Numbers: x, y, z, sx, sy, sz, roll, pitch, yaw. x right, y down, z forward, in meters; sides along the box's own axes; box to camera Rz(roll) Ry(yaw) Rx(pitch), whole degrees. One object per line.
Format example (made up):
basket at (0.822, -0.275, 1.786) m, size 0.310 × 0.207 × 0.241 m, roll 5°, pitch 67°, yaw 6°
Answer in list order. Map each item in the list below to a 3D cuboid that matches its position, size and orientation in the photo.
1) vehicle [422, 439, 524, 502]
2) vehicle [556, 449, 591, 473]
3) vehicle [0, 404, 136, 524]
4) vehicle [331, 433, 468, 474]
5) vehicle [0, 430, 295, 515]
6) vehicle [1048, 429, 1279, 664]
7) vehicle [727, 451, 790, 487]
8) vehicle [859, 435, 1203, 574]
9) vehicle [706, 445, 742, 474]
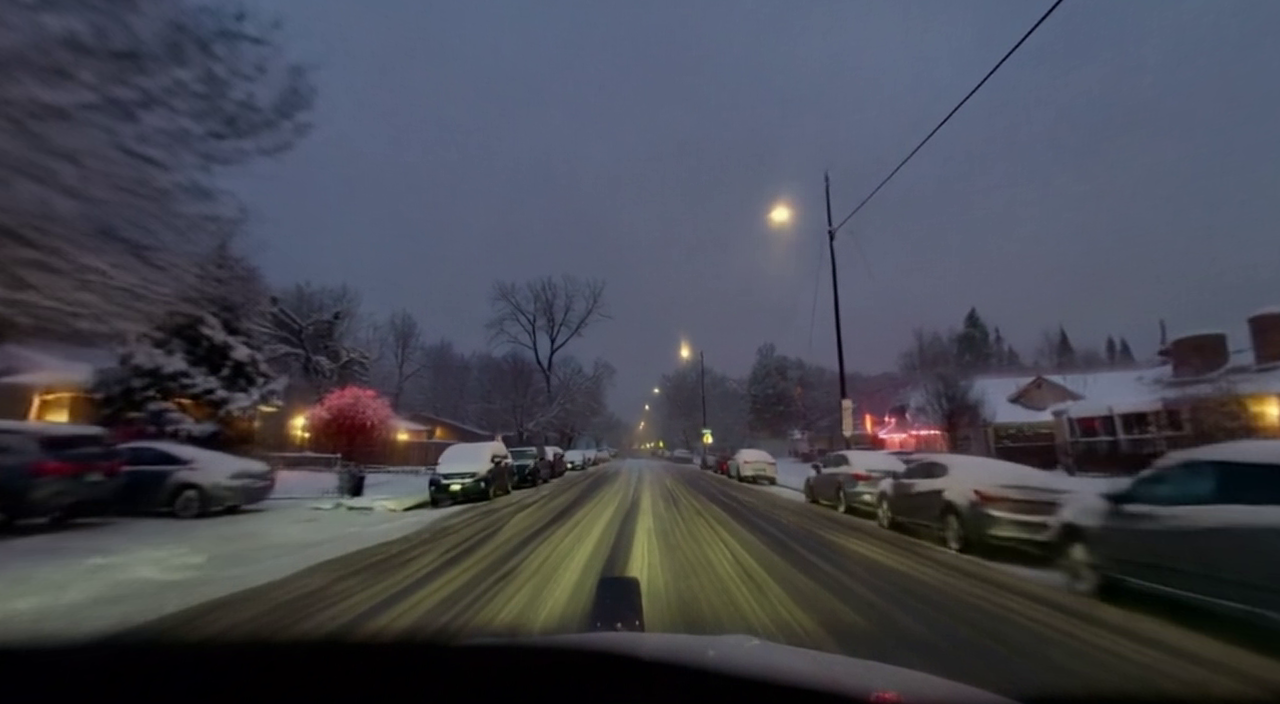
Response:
vehicle at (-4.649, 3.363, 18.181) m, size 1.983 × 1.579 × 3.879 m, roll 0°, pitch -10°, yaw -2°
vehicle at (-4.374, 7.252, 42.230) m, size 1.973 × 1.454 × 4.559 m, roll 0°, pitch -8°, yaw -1°
vehicle at (-11.130, 1.758, 10.345) m, size 3.899 × 1.730 × 2.026 m, roll 2°, pitch -10°, yaw 1°
vehicle at (-11.575, 4.918, 30.748) m, size 5.755 × 1.869 × 2.194 m, roll 0°, pitch -7°, yaw -1°
vehicle at (-9.909, 2.460, 12.938) m, size 4.521 × 1.562 × 1.990 m, roll -1°, pitch -10°, yaw 4°
vehicle at (5.251, 1.352, 4.468) m, size 1.826 × 1.566 × 4.307 m, roll 0°, pitch -9°, yaw 0°
vehicle at (5.190, 5.177, 28.268) m, size 1.847 × 1.448 × 4.162 m, roll 1°, pitch -9°, yaw -3°
vehicle at (5.339, 2.111, 9.724) m, size 2.063 × 1.573 × 4.900 m, roll 0°, pitch -9°, yaw -1°
vehicle at (5.626, 7.263, 42.787) m, size 1.959 × 1.828 × 4.175 m, roll 0°, pitch -9°, yaw 1°
